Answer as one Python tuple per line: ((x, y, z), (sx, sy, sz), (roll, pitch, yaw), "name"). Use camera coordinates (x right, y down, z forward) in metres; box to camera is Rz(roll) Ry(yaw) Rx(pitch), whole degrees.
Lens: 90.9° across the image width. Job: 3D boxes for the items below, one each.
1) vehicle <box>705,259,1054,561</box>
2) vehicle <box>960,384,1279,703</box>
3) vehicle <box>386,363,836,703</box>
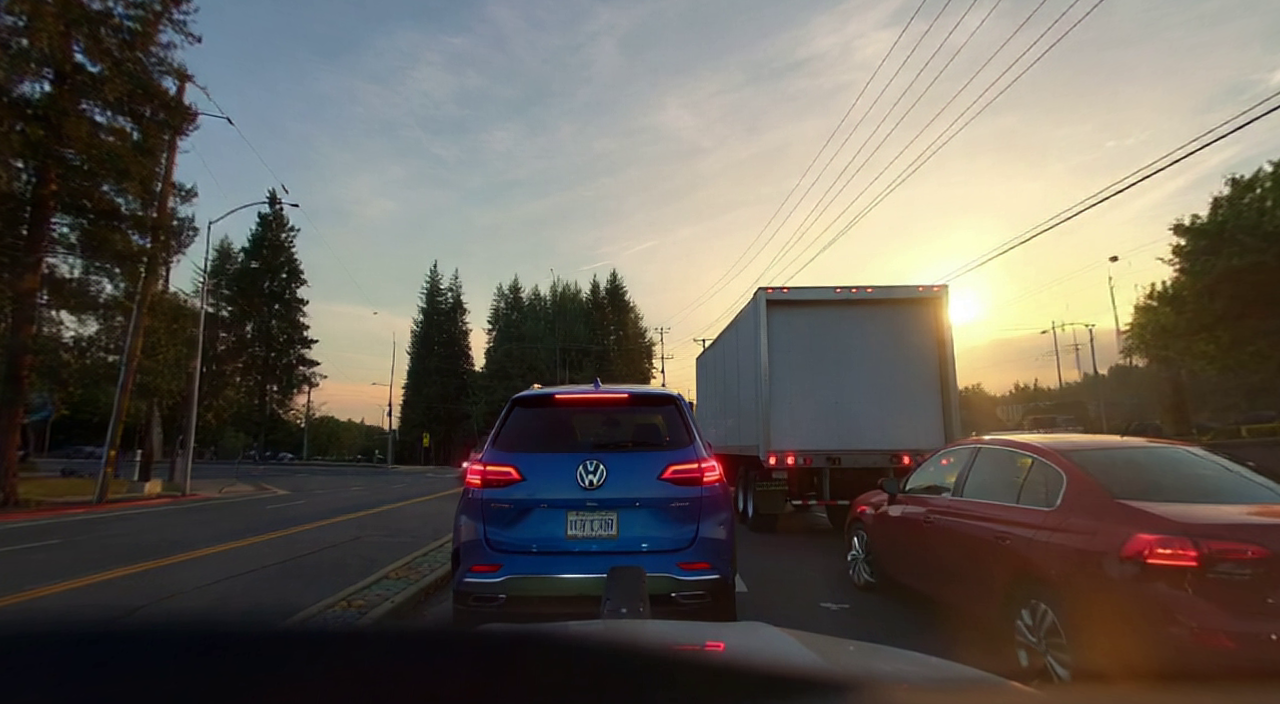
((3.226, 1.262, 11.827), (2.915, 3.559, 8.848), (0, -8, -1), "vehicle")
((2.835, 0.748, 1.197), (1.971, 1.484, 4.728), (0, -8, 0), "vehicle")
((-0.132, 1.228, 5.160), (2.114, 1.732, 4.230), (0, -8, 0), "vehicle")
